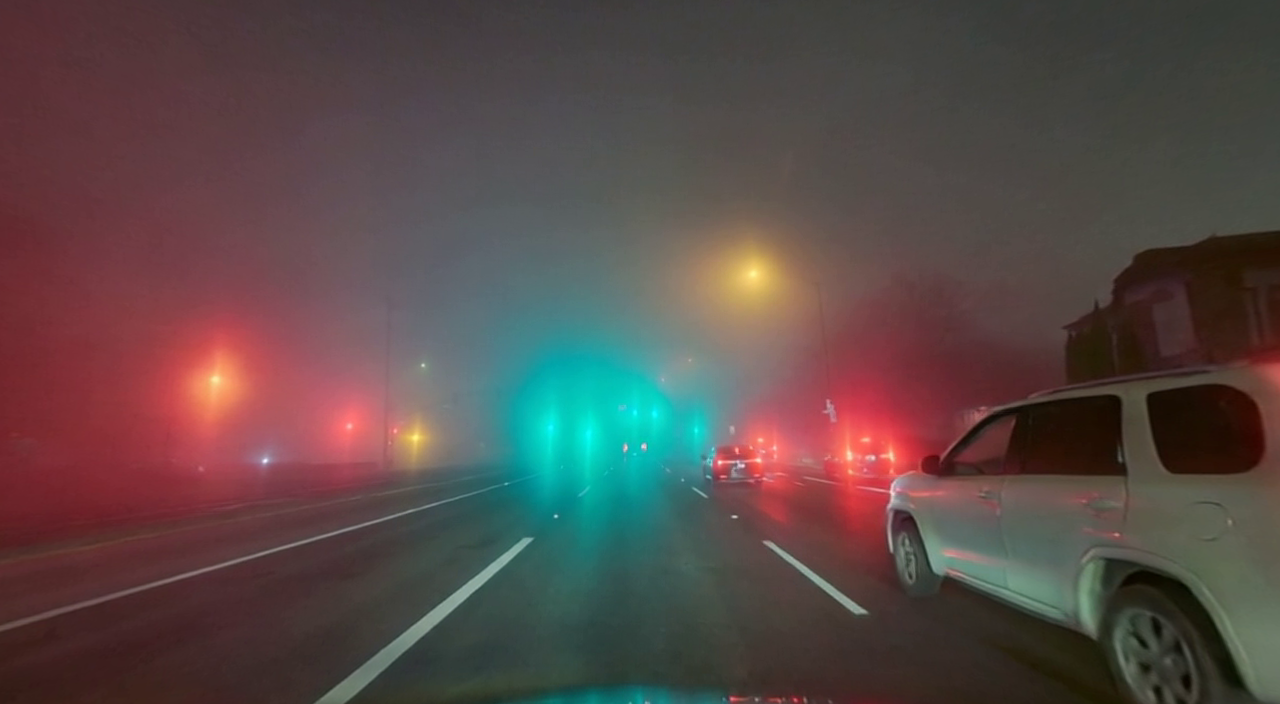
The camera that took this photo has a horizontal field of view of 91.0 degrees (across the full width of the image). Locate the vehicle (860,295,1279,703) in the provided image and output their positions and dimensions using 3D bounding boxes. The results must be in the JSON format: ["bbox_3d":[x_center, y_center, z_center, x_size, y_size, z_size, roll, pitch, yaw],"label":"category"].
[{"bbox_3d":[3.126,0.927,3.481,2.129,1.761,4.610,0,-9,0],"label":"vehicle"}]

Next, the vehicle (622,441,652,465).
[{"bbox_3d":[-0.223,7.664,47.838,2.146,1.685,4.003,0,-9,-1],"label":"vehicle"}]

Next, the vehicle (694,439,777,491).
[{"bbox_3d":[2.912,3.559,20.123,1.889,1.451,4.180,0,-9,-1],"label":"vehicle"}]
